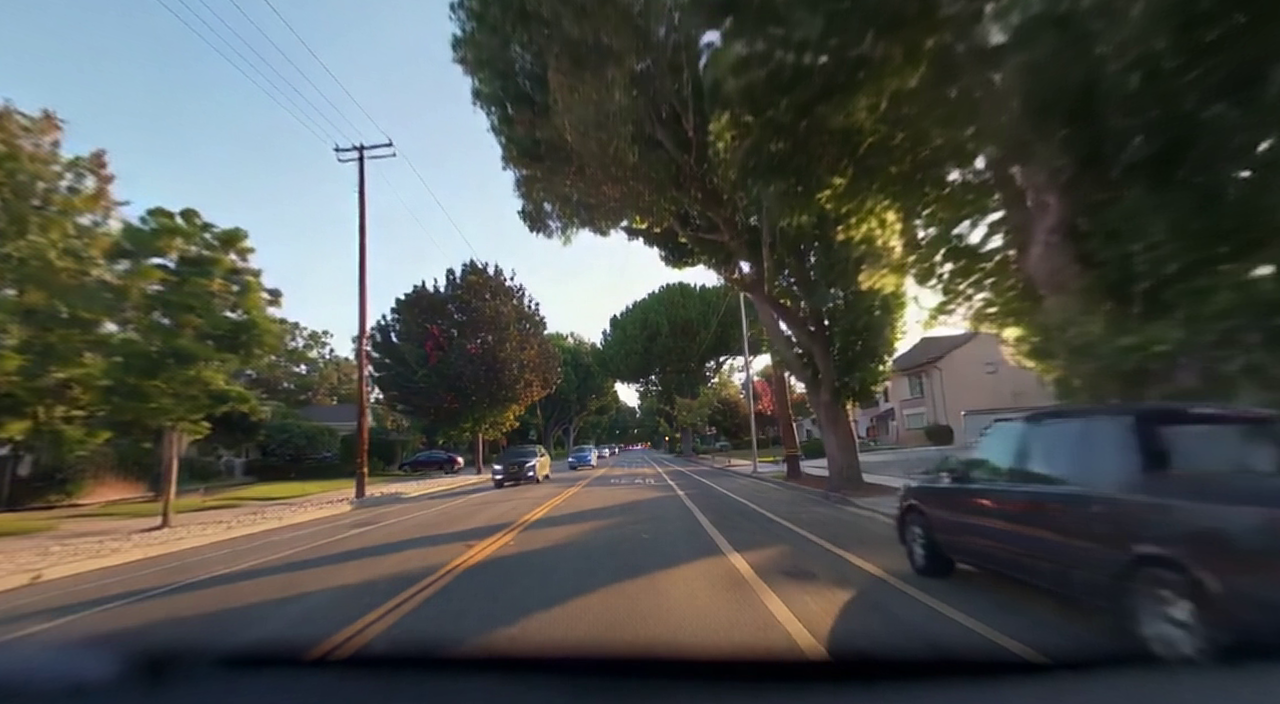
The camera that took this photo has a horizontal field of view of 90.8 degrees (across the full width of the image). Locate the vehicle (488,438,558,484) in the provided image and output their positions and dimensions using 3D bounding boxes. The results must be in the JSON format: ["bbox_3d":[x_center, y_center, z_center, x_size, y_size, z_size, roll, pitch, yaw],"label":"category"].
[{"bbox_3d":[-5.017,4.751,27.900,2.059,1.840,5.317,0,-8,0],"label":"vehicle"}]

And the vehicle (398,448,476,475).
[{"bbox_3d":[-13.933,7.512,43.552,4.607,1.772,2.261,0,-8,-1],"label":"vehicle"}]

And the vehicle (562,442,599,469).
[{"bbox_3d":[-3.861,6.782,41.561,2.090,1.689,4.232,0,-8,-1],"label":"vehicle"}]

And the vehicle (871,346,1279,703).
[{"bbox_3d":[3.771,1.146,4.422,2.310,1.784,4.993,0,-8,-1],"label":"vehicle"}]
